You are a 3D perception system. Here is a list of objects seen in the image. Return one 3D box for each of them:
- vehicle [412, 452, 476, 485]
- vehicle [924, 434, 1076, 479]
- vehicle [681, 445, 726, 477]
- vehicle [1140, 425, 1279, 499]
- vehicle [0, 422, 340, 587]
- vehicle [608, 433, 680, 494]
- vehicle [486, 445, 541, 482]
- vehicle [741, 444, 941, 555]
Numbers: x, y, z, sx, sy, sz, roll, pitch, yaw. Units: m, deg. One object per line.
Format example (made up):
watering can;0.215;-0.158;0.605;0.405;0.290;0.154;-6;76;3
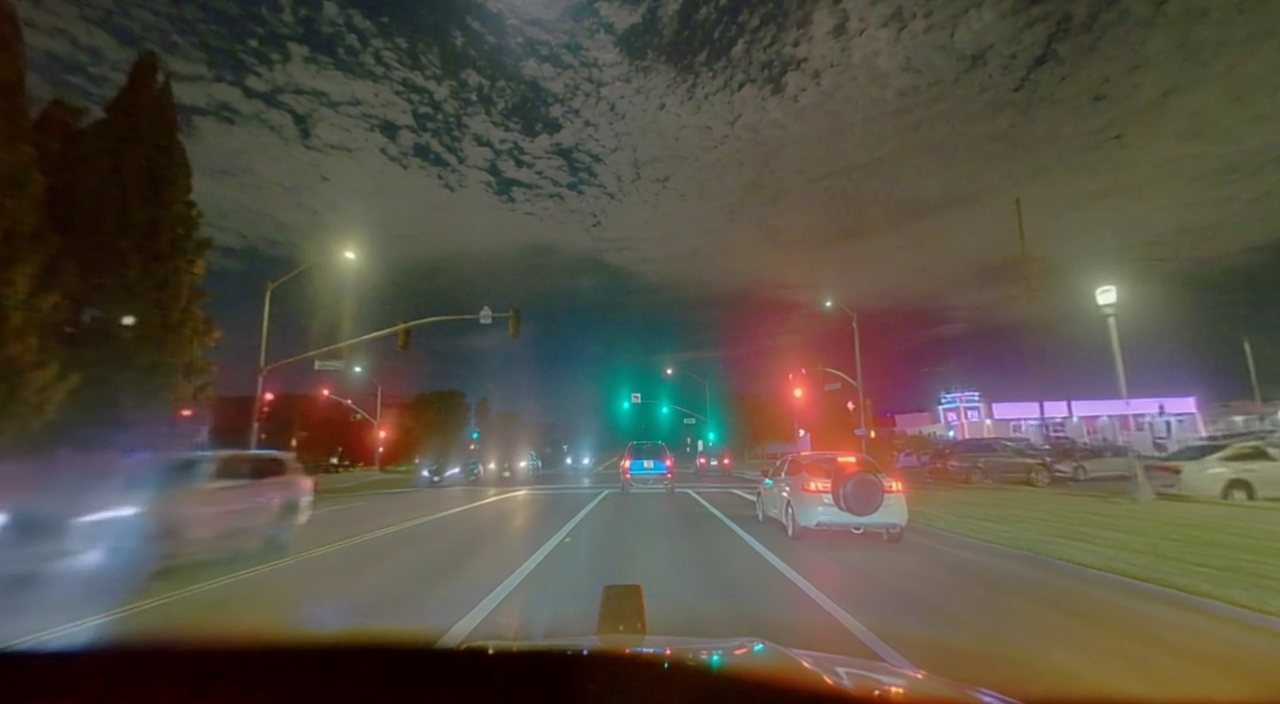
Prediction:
vehicle;-10.208;6.072;33.027;1.943;1.552;4.670;0;-9;-1
vehicle;13.666;3.977;24.047;4.507;1.610;2.045;0;-9;-1
vehicle;3.656;6.354;36.906;2.138;1.729;4.178;0;-9;-1
vehicle;13.686;2.409;13.723;3.899;1.437;1.857;2;-8;2
vehicle;-6.490;2.008;9.126;2.092;1.802;4.270;0;-9;0
vehicle;0.124;3.922;22.405;2.296;1.947;4.168;0;-9;0
vehicle;-6.624;5.864;33.399;1.957;1.836;4.434;0;-9;1
vehicle;3.098;2.340;10.806;1.900;1.478;4.425;0;-9;-1
